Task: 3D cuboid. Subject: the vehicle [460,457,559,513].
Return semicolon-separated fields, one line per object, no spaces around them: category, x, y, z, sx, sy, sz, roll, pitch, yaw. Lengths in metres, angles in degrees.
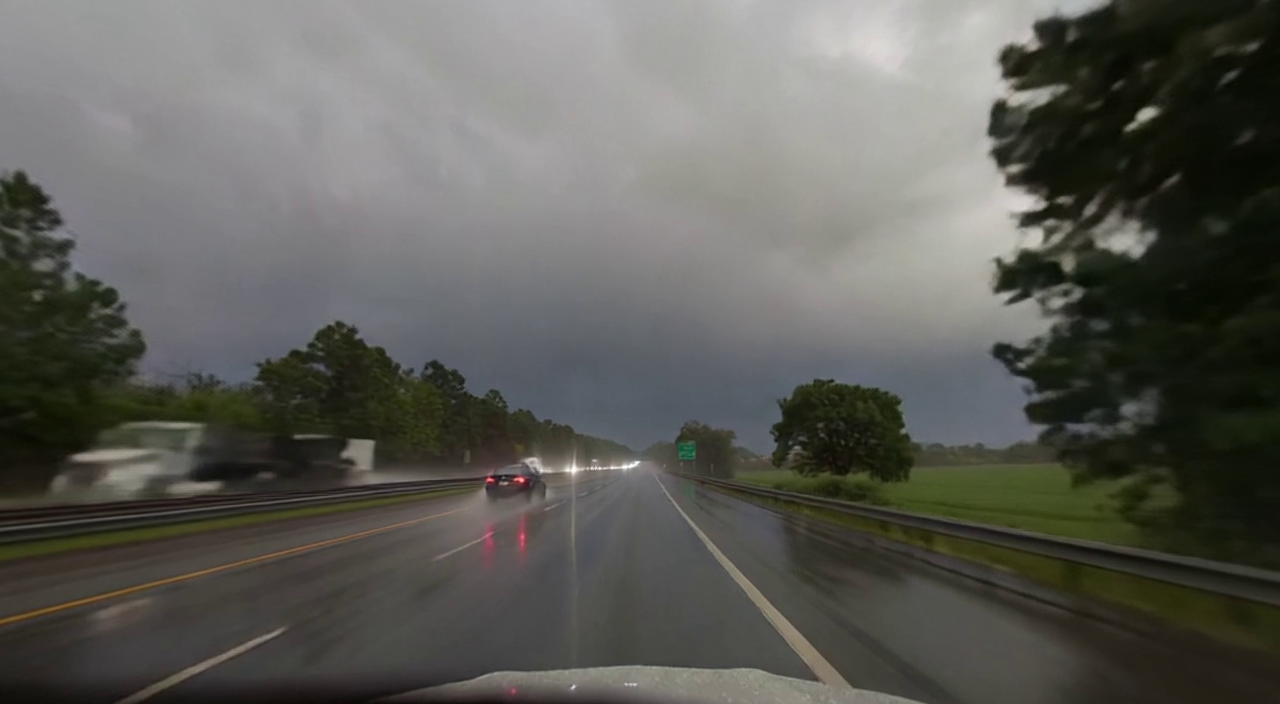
vehicle;-3.865;4.069;19.568;2.043;1.486;4.442;0;-10;1

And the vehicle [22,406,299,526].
vehicle;-13.336;3.336;18.523;2.639;2.823;6.702;0;-10;1
